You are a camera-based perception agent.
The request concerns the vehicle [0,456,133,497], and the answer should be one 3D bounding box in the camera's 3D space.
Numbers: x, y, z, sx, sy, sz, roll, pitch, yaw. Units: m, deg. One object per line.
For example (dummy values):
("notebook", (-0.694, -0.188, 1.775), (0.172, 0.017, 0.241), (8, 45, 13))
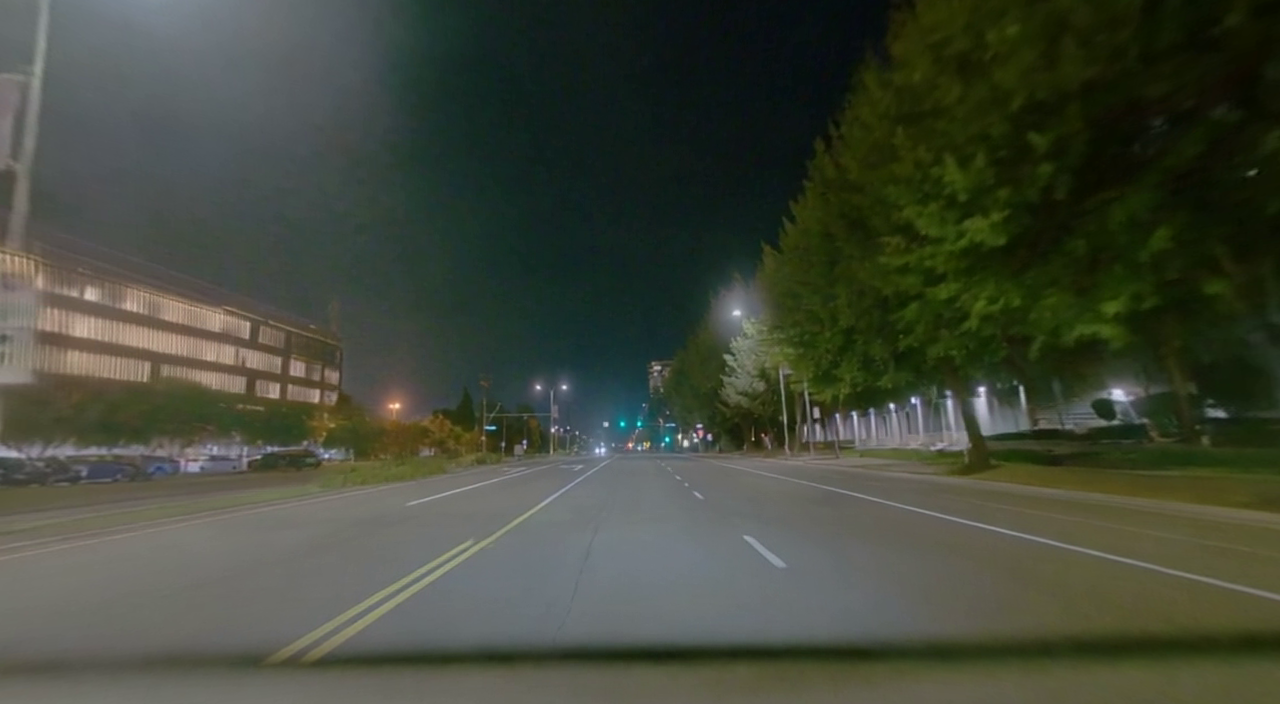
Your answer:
("vehicle", (-26.556, 5.711, 29.040), (4.673, 1.717, 2.044), (-1, -9, 1))
